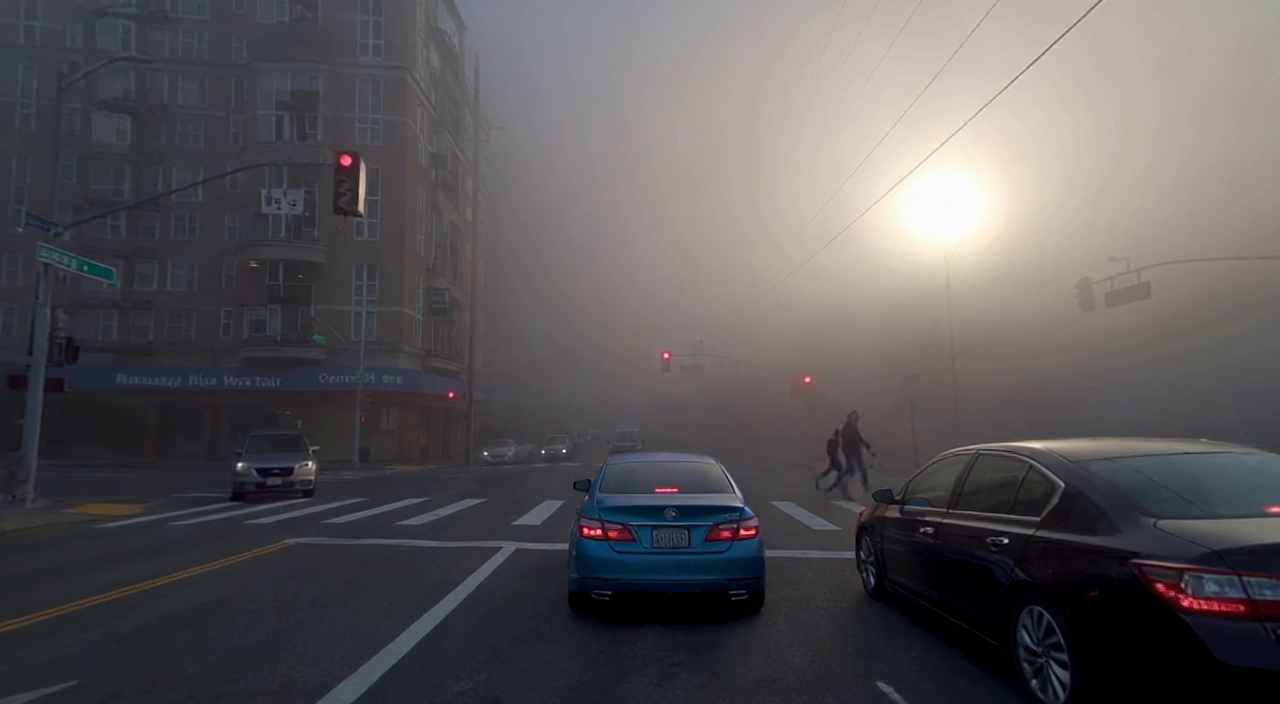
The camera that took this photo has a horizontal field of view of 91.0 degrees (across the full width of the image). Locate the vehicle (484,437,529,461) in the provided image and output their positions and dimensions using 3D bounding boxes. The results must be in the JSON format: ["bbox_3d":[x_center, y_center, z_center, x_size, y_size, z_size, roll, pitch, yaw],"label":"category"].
[{"bbox_3d":[-9.284,6.770,44.062,2.030,1.596,3.912,-1,-8,4],"label":"vehicle"}]

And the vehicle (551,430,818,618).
[{"bbox_3d":[0.252,1.670,7.129,2.132,1.464,4.089,0,-8,-3],"label":"vehicle"}]

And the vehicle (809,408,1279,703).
[{"bbox_3d":[2.816,1.282,4.554,1.961,1.498,4.356,0,-8,0],"label":"vehicle"}]

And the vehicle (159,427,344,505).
[{"bbox_3d":[-11.263,3.167,18.067,5.998,1.889,2.338,-6,-10,37],"label":"vehicle"}]
